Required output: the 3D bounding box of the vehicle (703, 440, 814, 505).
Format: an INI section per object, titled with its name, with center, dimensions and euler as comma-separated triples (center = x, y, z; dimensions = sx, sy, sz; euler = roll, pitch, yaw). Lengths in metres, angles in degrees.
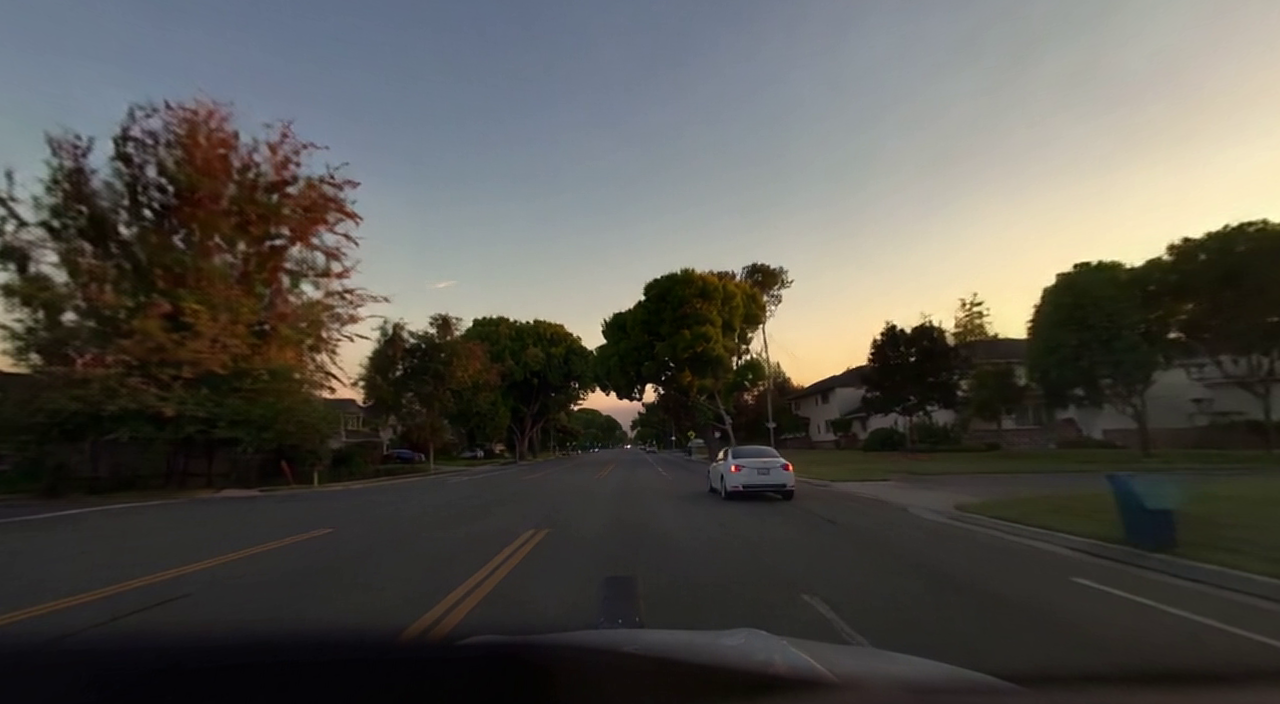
[vehicle]
center = 2.998, 3.148, 17.013
dimensions = 2.057, 1.493, 4.225
euler = 0, -9, -2
